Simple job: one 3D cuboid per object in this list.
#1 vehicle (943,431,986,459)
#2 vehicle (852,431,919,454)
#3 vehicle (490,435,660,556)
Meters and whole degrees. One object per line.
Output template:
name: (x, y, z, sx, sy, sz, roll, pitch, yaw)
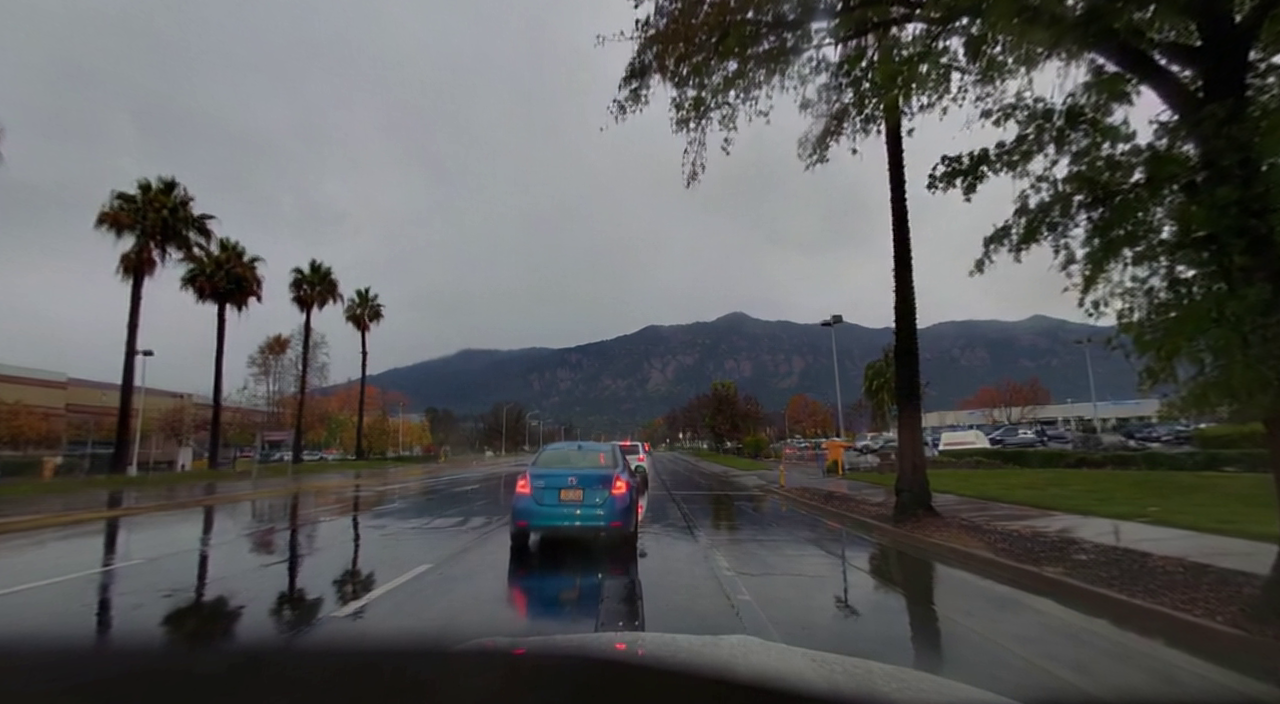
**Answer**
vehicle: (19.139, 5.468, 37.155, 1.961, 1.526, 4.640, -5, -10, 29)
vehicle: (19.183, 7.104, 49.455, 1.925, 1.652, 4.490, 6, -10, -34)
vehicle: (-0.883, 2.040, 9.723, 2.067, 1.459, 3.886, 0, -8, -3)
